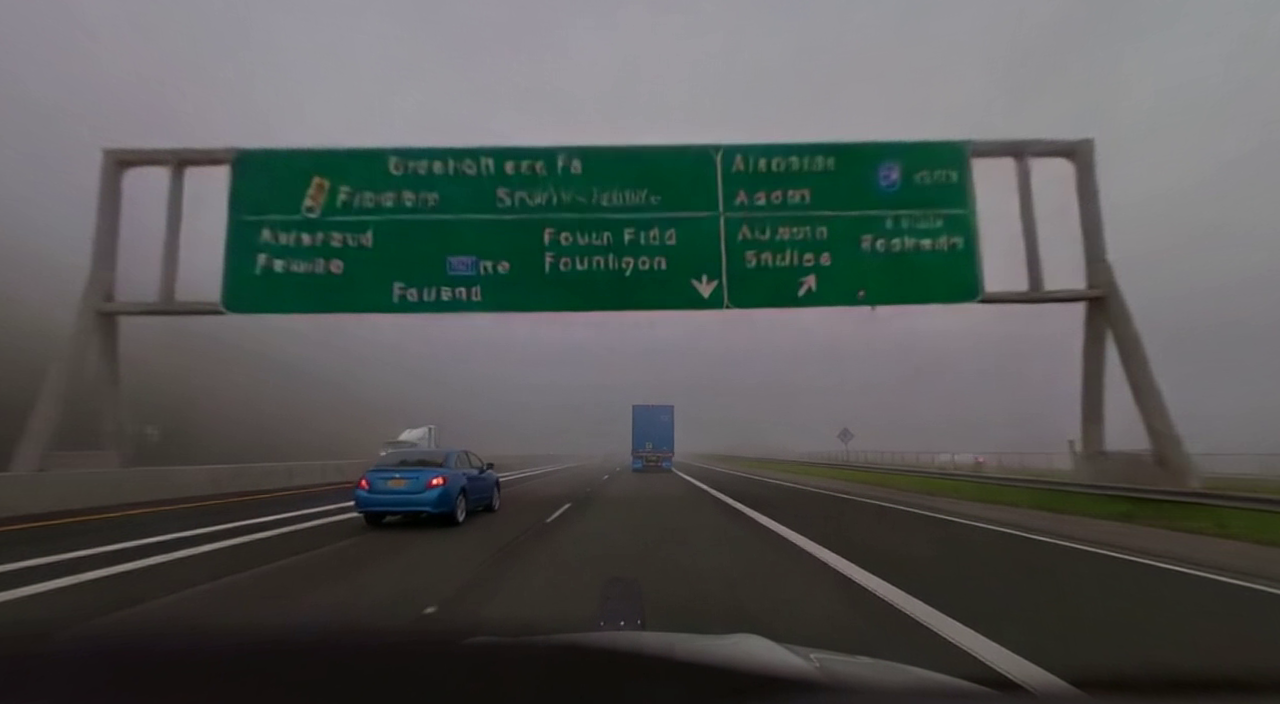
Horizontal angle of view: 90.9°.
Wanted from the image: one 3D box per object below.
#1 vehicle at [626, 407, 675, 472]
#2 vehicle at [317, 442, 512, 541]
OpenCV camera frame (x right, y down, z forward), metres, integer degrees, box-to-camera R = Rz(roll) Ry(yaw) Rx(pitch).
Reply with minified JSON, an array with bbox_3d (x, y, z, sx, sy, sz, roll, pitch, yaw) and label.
[{"bbox_3d":[0.674,6.244,44.513,3.022,4.072,10.318,0,-9,0],"label":"vehicle"},{"bbox_3d":[-3.849,2.432,11.743,1.931,1.466,4.458,0,-9,1],"label":"vehicle"}]
